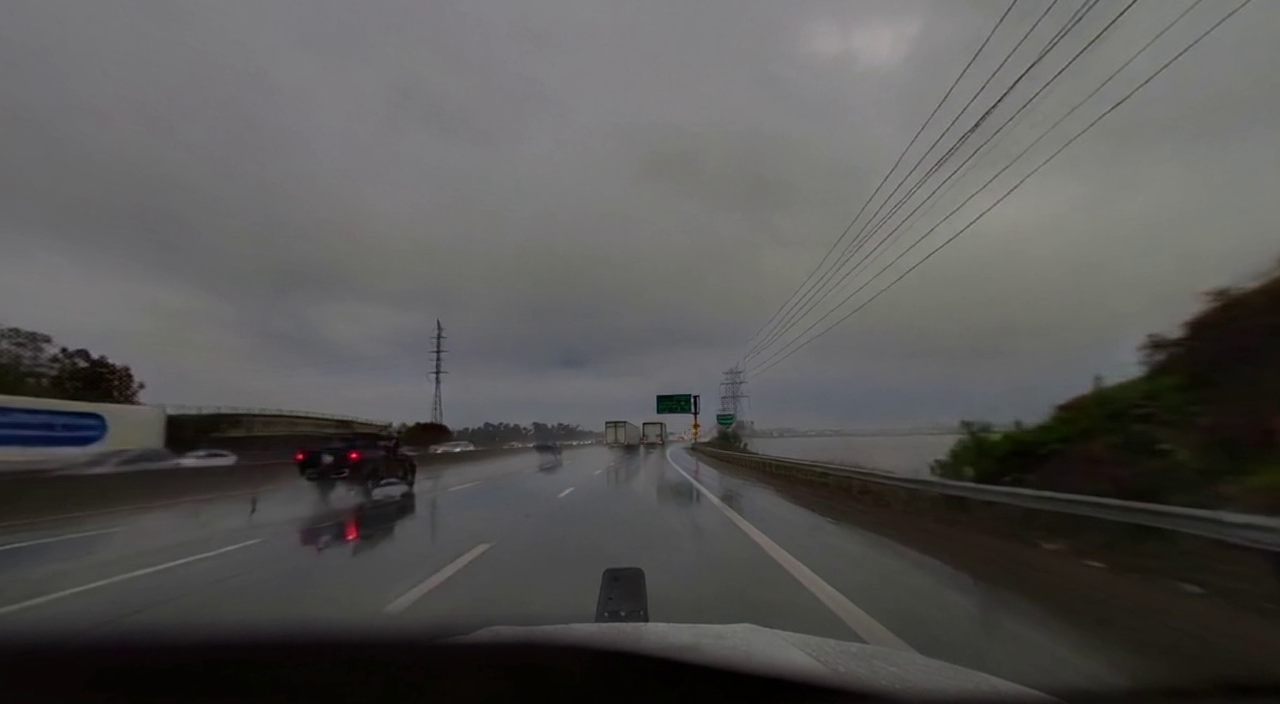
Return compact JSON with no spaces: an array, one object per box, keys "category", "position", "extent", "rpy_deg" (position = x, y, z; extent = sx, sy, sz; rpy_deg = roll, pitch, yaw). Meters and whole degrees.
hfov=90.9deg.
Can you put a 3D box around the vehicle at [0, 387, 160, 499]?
[{"category":"vehicle","position":[-24.582,3.530,24.424],"extent":[2.961,4.007,11.214],"rpy_deg":[0,-8,1]}]

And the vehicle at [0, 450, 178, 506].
[{"category":"vehicle","position":[-16.874,3.769,19.405],"extent":[1.897,1.459,4.402],"rpy_deg":[0,-8,1]}]
